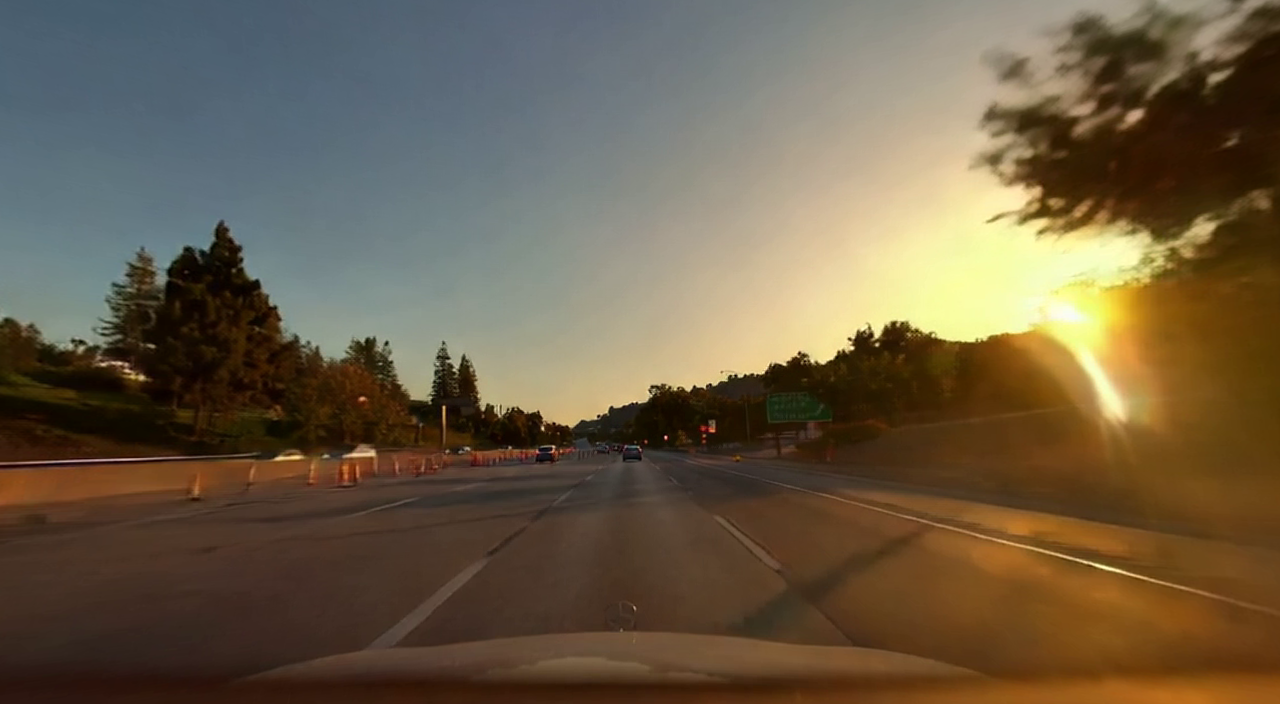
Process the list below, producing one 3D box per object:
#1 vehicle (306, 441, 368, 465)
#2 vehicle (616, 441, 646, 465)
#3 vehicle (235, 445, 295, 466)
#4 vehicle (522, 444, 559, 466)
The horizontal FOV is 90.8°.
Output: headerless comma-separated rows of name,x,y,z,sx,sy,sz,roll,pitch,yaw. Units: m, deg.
vehicle,-21.202,7.069,44.437,1.989,1.587,4.874,0,-9,0
vehicle,-0.690,7.389,46.162,2.109,1.638,3.856,0,-9,-1
vehicle,-27.839,7.702,47.062,1.850,1.472,4.354,0,-9,-1
vehicle,-7.135,7.442,45.827,1.997,1.507,4.248,0,-9,0
